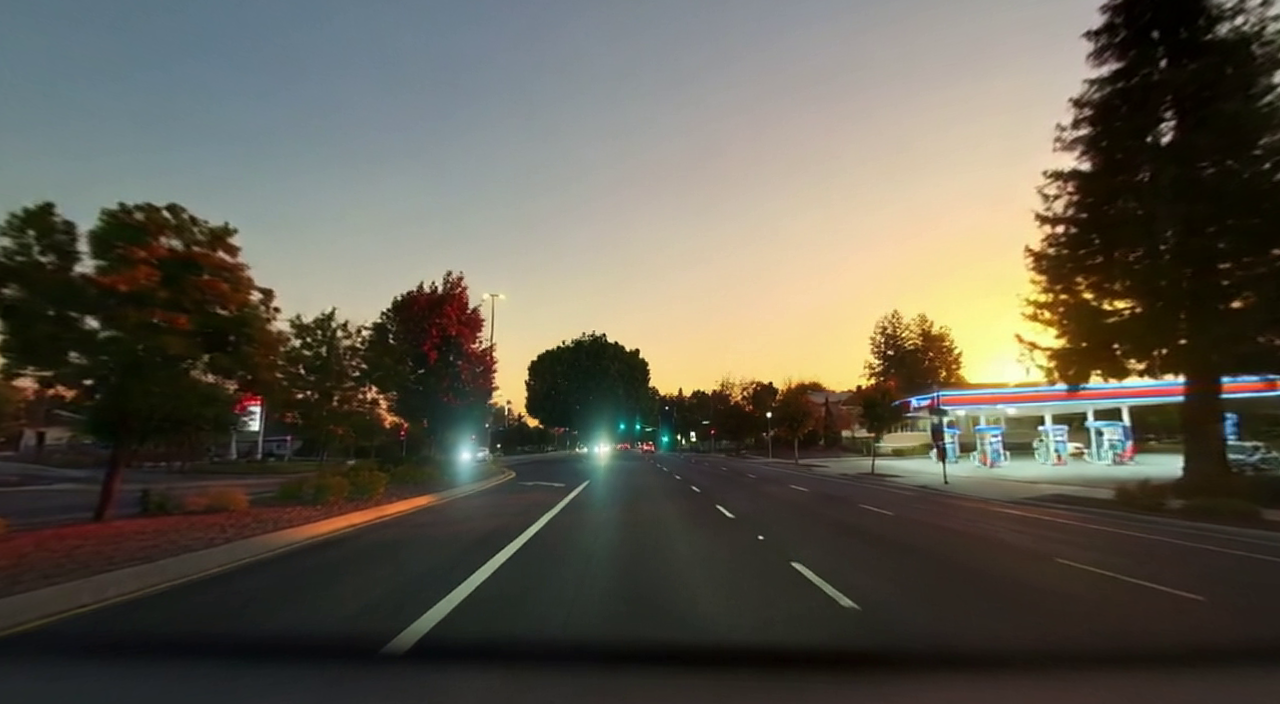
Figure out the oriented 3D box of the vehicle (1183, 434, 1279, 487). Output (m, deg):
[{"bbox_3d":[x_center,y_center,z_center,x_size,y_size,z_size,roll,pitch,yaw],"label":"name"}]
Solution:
[{"bbox_3d":[21.506,3.754,22.049,3.442,1.599,1.613,-3,-10,-2],"label":"vehicle"}]
